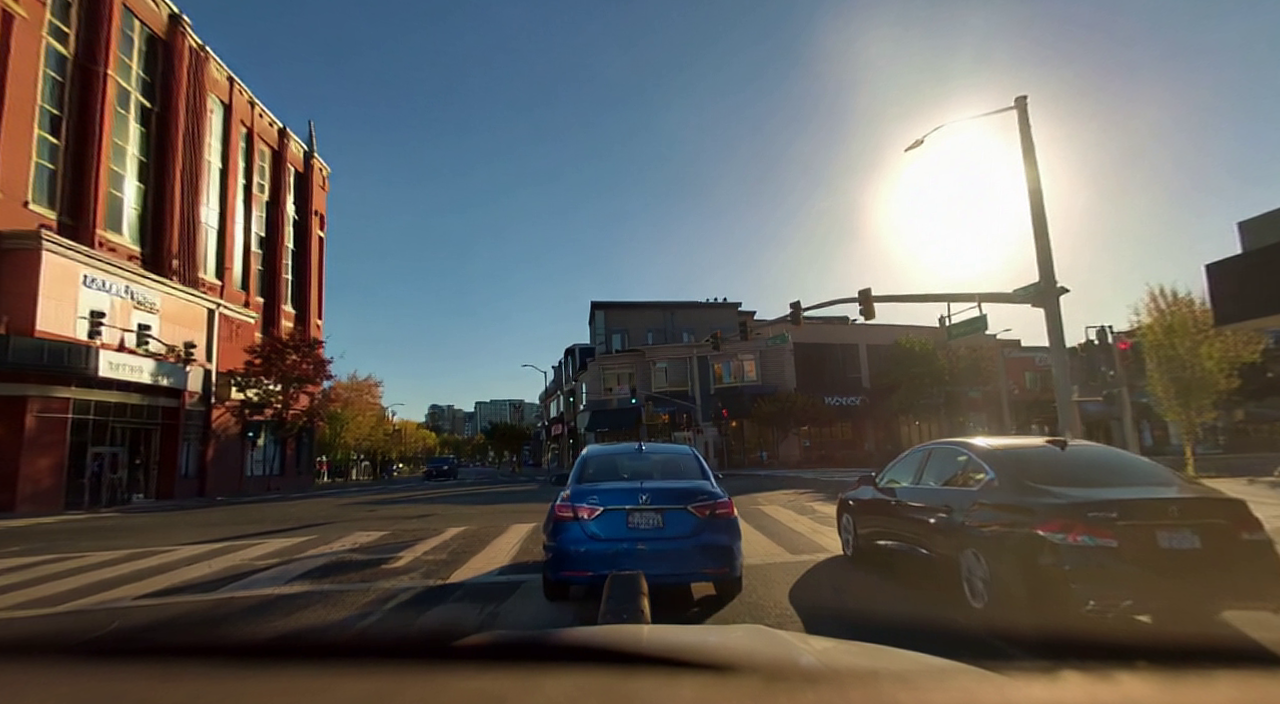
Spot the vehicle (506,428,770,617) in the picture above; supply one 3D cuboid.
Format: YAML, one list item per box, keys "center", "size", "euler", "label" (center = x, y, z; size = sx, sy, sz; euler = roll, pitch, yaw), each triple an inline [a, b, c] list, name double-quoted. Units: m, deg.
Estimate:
- center: [-0.054, 1.661, 7.124]
  size: [2.094, 1.481, 4.078]
  euler: [0, -8, -1]
  label: "vehicle"

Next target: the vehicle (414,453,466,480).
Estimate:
- center: [-14.534, 8.351, 46.156]
  size: [2.126, 1.782, 4.880]
  euler: [0, -8, 1]
  label: "vehicle"

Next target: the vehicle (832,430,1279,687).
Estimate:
- center: [3.351, 1.474, 5.680]
  size: [1.860, 1.430, 4.089]
  euler: [0, -8, -1]
  label: "vehicle"
